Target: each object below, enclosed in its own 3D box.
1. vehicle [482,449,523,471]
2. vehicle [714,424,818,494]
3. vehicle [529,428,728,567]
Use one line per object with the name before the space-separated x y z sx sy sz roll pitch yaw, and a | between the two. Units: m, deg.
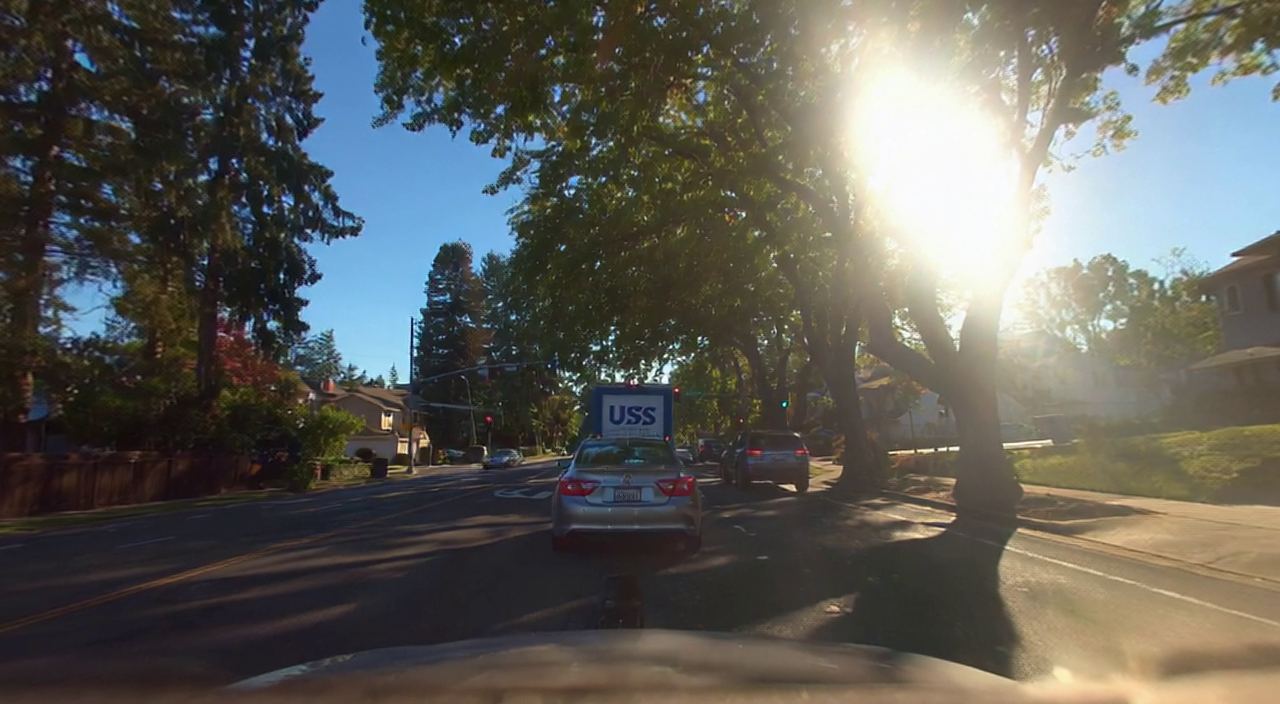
vehicle | -9.776 7.691 45.287 1.950 1.467 4.270 0 -8 1
vehicle | 3.625 3.194 19.125 2.145 1.847 4.524 0 -8 -1
vehicle | -0.159 1.887 8.979 2.135 1.483 4.207 0 -8 -1
